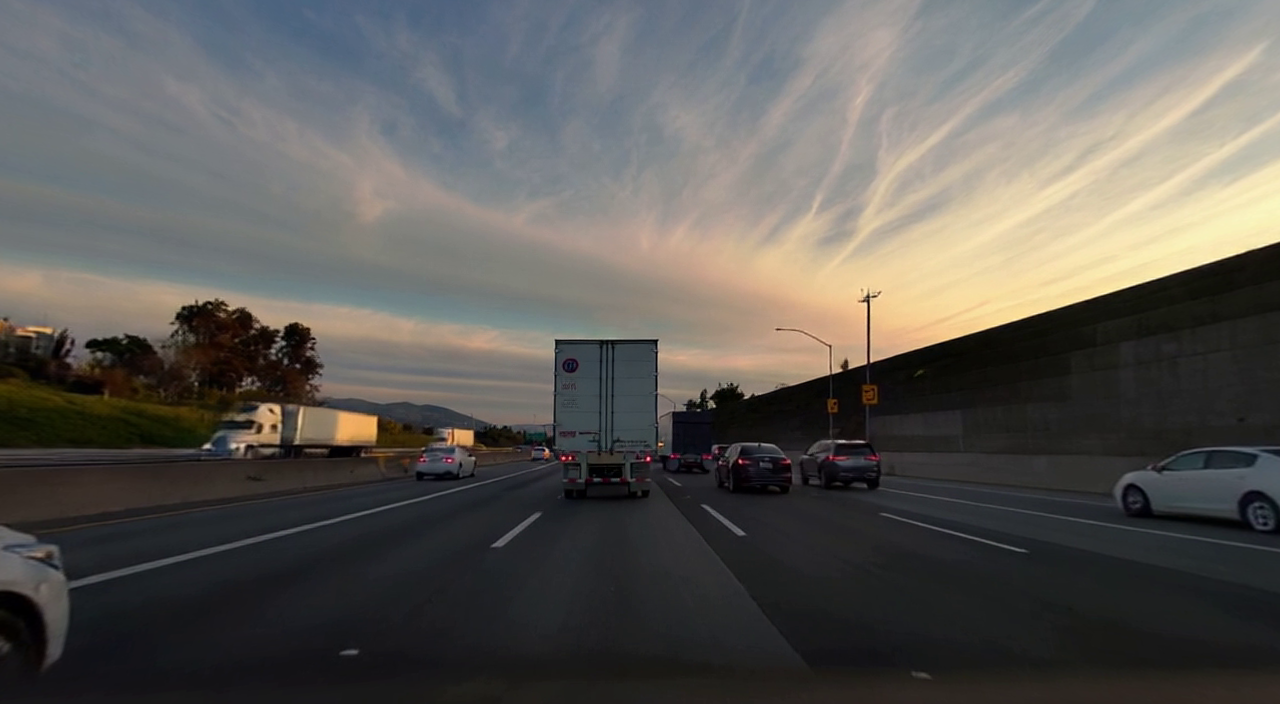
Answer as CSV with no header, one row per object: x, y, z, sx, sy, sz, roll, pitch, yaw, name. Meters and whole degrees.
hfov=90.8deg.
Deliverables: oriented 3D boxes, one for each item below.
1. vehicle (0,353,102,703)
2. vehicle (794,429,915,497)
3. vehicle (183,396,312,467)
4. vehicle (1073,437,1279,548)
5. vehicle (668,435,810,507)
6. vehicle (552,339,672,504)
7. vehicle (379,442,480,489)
-3.338,0.579,0.641,1.946,1.641,4.105,0,-9,-1,vehicle
6.682,3.515,20.324,2.070,1.888,4.546,0,-9,-2,vehicle
-25.728,5.376,42.108,3.146,4.246,8.205,0,-9,0,vehicle
9.565,2.085,9.802,2.002,1.472,4.950,0,-9,-3,vehicle
3.021,4.360,24.586,2.869,1.940,14.755,0,-9,-1,vehicle
-0.735,2.482,20.946,2.906,4.040,10.743,0,-9,-1,vehicle
-7.231,3.936,22.290,1.973,1.471,4.779,0,-9,0,vehicle
